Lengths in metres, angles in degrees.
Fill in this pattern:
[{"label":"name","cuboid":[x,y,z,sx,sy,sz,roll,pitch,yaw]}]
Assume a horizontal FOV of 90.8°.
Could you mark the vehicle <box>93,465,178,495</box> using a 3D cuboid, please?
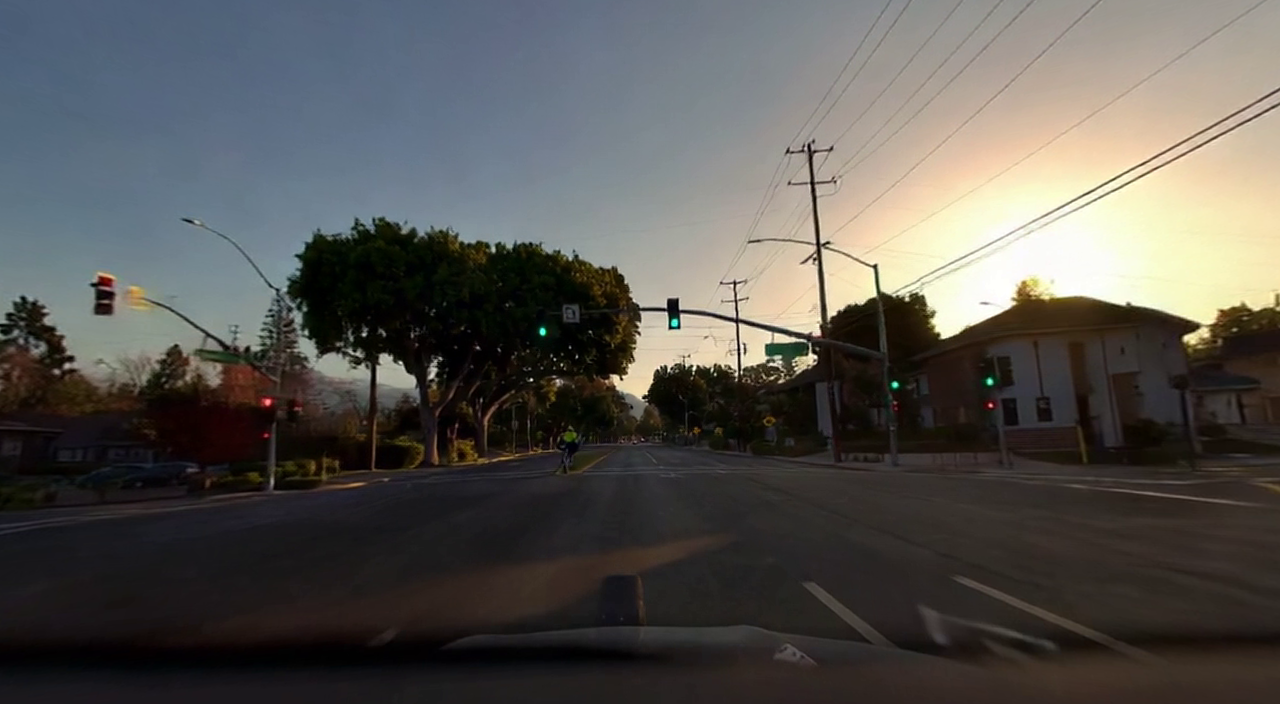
[{"label":"vehicle","cuboid":[-28.926,7.302,36.392,1.974,1.457,4.248,1,-9,-11]}]
